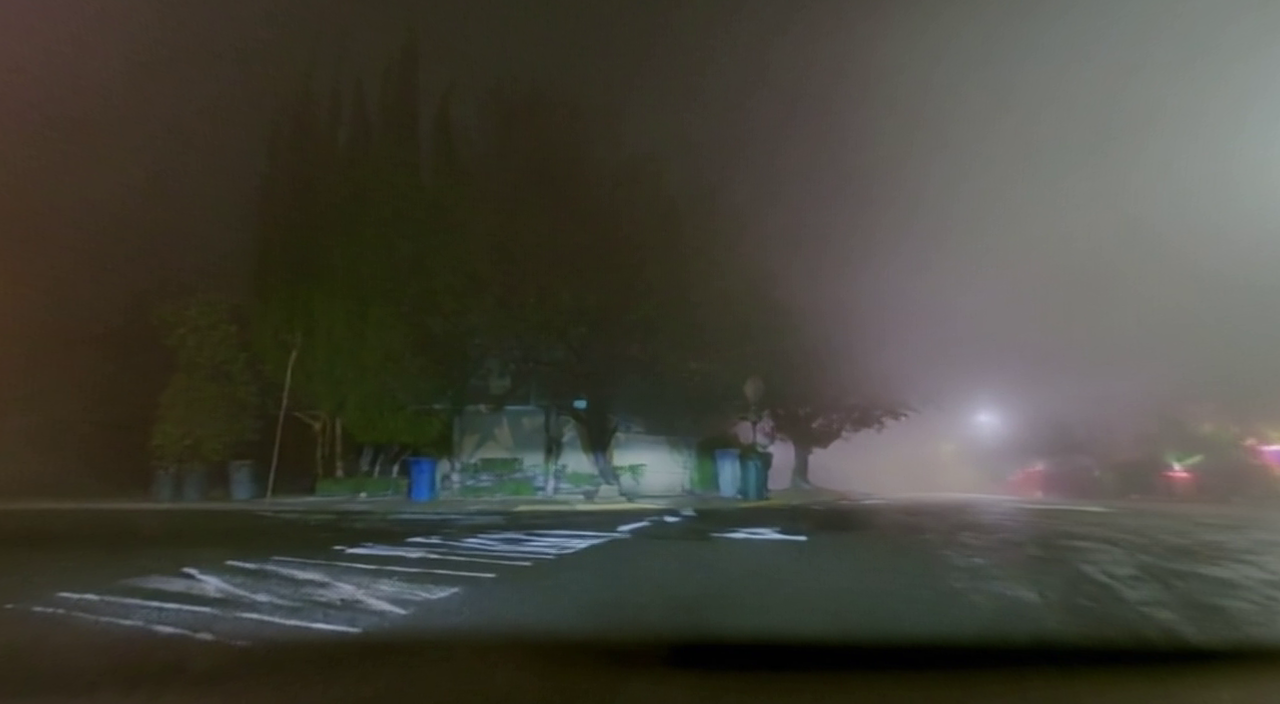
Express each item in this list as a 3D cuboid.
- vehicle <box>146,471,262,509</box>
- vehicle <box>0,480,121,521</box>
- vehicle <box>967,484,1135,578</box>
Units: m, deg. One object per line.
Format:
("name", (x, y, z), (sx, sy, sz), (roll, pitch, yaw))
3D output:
("vehicle", (-22.059, 7.067, 32.121), (2.019, 1.697, 4.310), (-1, -14, 17))
("vehicle", (-25.830, 6.473, 27.721), (1.804, 1.435, 4.315), (-5, -11, 44))
("vehicle", (9.132, 3.931, 14.516), (1.860, 1.477, 4.629), (-3, -9, 16))
